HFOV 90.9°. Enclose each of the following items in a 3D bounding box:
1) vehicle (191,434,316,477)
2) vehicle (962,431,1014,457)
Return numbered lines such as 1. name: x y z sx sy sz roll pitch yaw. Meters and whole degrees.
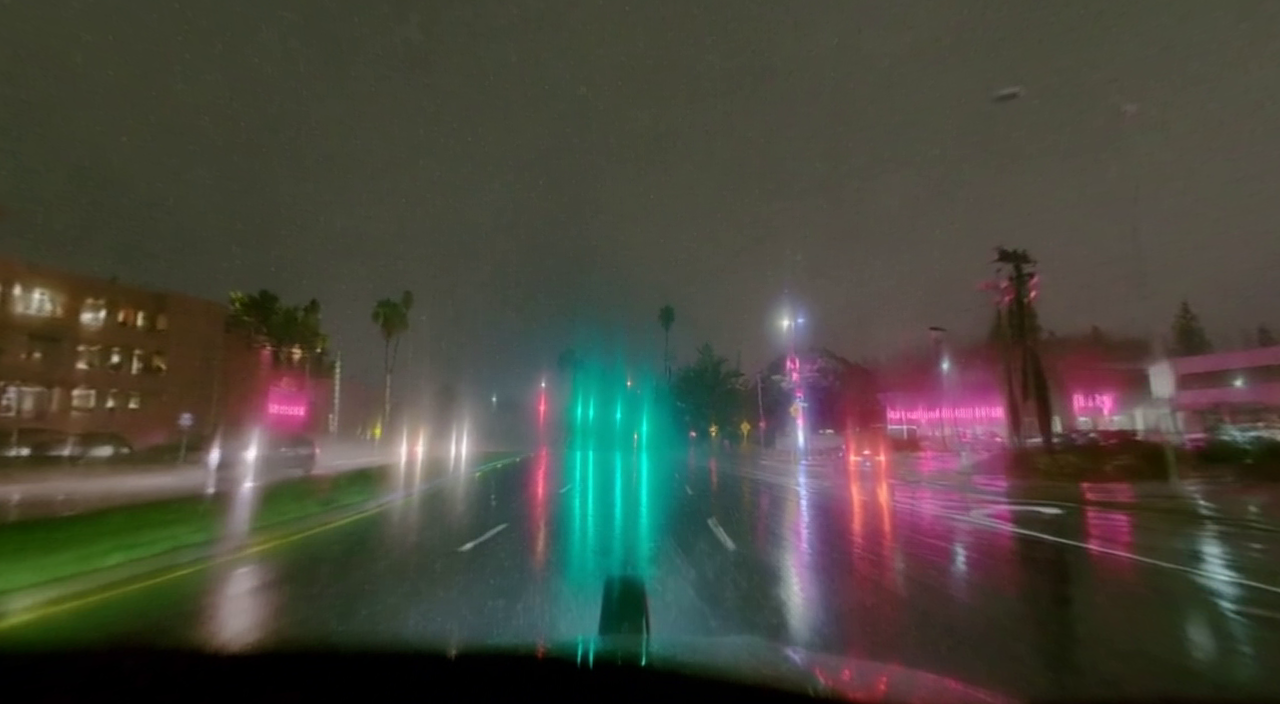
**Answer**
1. vehicle: -18.267 4.918 30.255 2.204 1.821 5.864 0 -8 0
2. vehicle: 23.263 6.178 42.332 1.815 1.618 4.383 -2 -9 13
